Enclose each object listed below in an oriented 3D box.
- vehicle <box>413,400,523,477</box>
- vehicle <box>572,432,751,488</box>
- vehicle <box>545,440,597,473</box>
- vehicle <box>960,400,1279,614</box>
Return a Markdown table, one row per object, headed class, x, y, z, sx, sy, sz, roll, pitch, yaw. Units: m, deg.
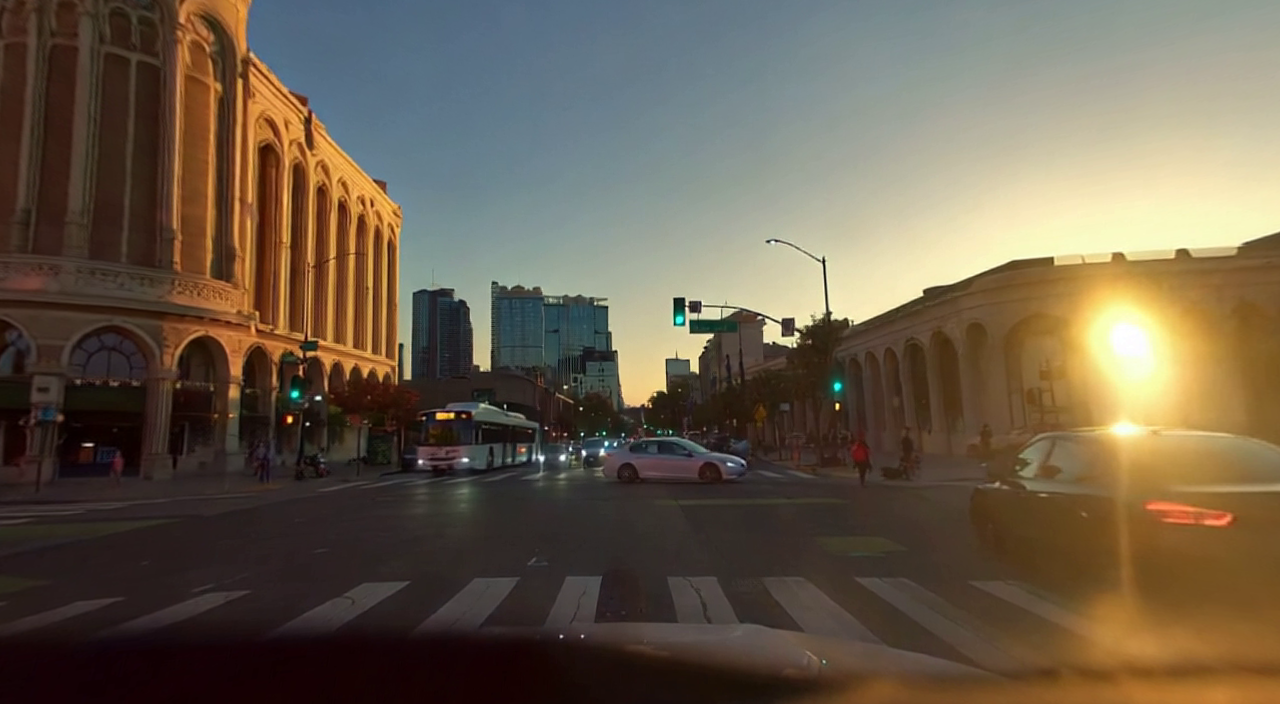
| class | x | y | z | sx | sy | sz | roll | pitch | yaw |
| --- | --- | --- | --- | --- | --- | --- | --- | --- | --- |
| vehicle | -8.675 | 4.636 | 33.483 | 2.916 | 3.427 | 10.189 | 0 | -8 | 1 |
| vehicle | 0.518 | 3.301 | 19.470 | 5.388 | 1.465 | 2.050 | -8 | -10 | 40 |
| vehicle | -3.163 | 4.878 | 29.730 | 1.904 | 1.402 | 4.759 | 0 | -8 | 0 |
| vehicle | 4.966 | 1.398 | 6.563 | 2.006 | 1.495 | 4.271 | -2 | -9 | 15 |
